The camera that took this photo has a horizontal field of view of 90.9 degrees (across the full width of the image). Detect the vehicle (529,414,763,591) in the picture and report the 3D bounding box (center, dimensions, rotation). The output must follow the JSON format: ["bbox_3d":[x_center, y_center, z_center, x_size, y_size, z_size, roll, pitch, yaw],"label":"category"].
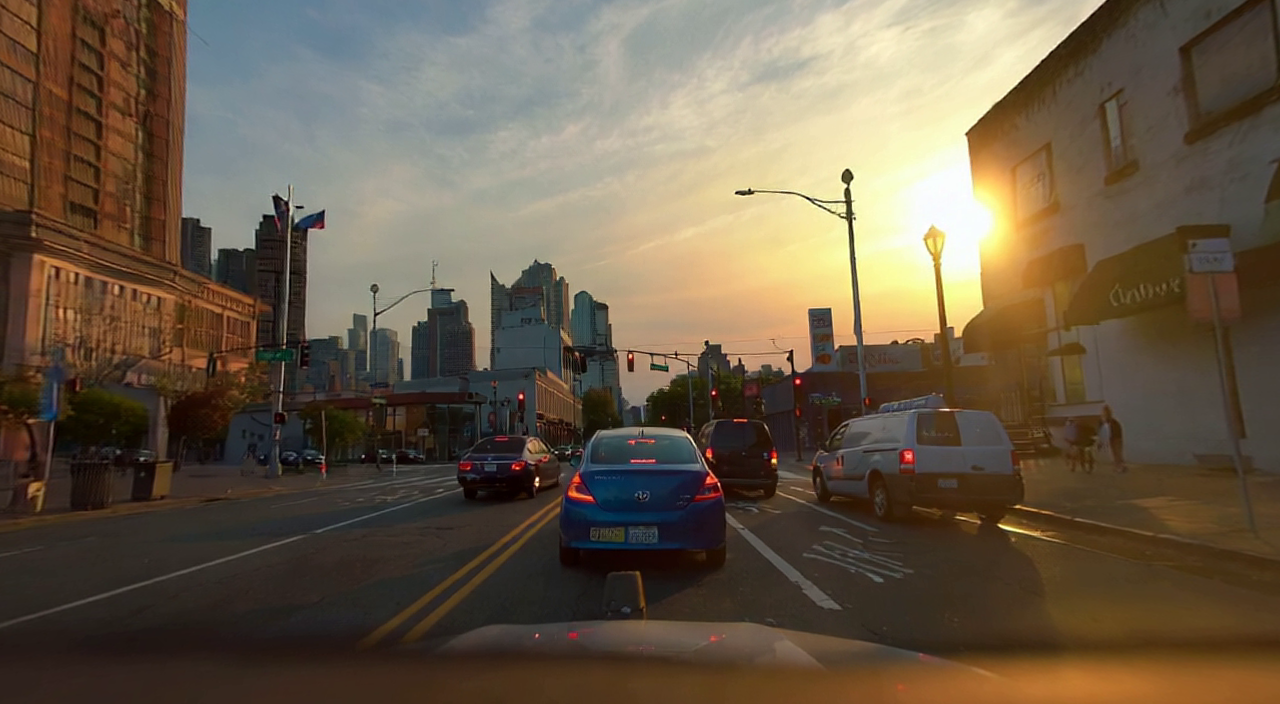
[{"bbox_3d":[0.039,1.653,7.713,2.091,1.557,4.000,0,-9,0],"label":"vehicle"}]

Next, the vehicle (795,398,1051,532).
[{"bbox_3d":[4.510,1.917,11.145,2.142,1.829,4.767,0,-9,-2],"label":"vehicle"}]

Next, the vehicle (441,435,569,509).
[{"bbox_3d":[-2.953,2.745,14.874,2.039,1.452,4.489,0,-9,0],"label":"vehicle"}]
